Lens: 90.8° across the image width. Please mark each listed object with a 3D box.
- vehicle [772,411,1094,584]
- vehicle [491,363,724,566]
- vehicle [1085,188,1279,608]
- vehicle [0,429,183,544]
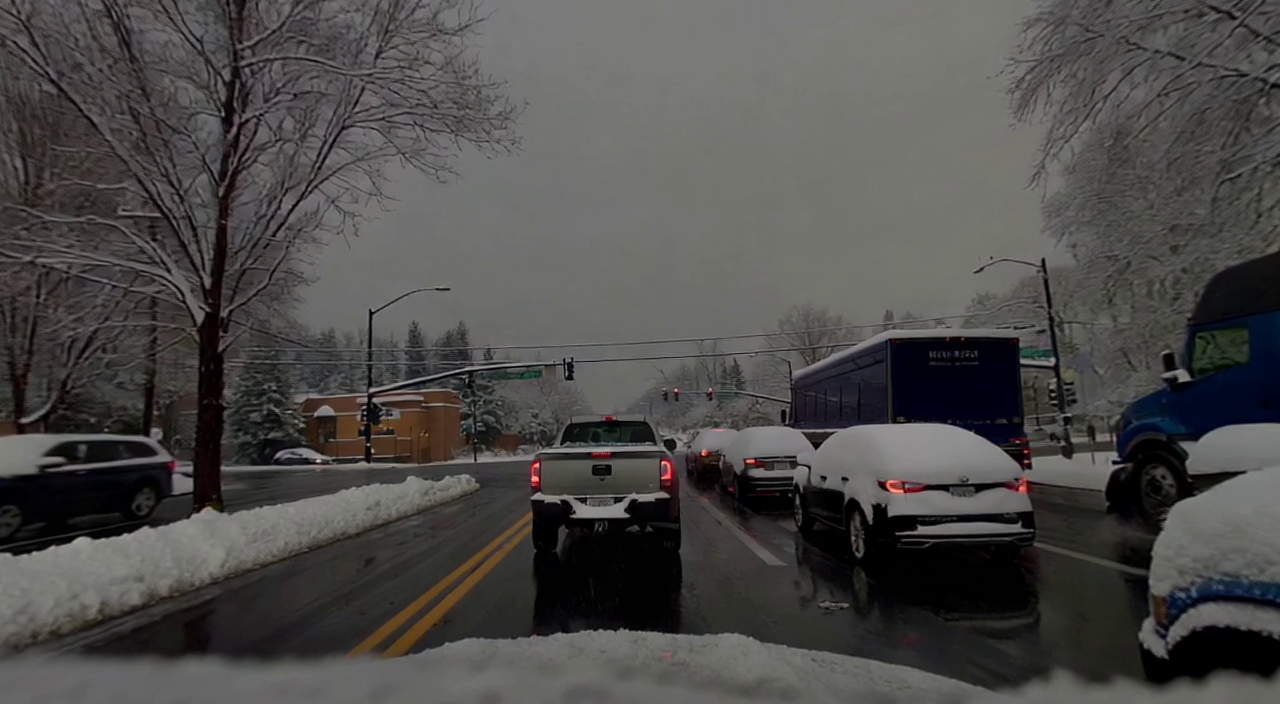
[{"bbox_3d":[3.256,1.735,8.432,1.905,1.587,4.998,0,-9,0],"label":"vehicle"},{"bbox_3d":[-0.363,1.593,9.457,2.499,2.183,5.111,0,-9,0],"label":"vehicle"},{"bbox_3d":[6.533,0.098,3.306,2.802,3.322,7.429,0,-9,-1],"label":"vehicle"},{"bbox_3d":[-11.466,2.450,11.992,2.057,1.854,4.672,0,-9,-1],"label":"vehicle"}]
